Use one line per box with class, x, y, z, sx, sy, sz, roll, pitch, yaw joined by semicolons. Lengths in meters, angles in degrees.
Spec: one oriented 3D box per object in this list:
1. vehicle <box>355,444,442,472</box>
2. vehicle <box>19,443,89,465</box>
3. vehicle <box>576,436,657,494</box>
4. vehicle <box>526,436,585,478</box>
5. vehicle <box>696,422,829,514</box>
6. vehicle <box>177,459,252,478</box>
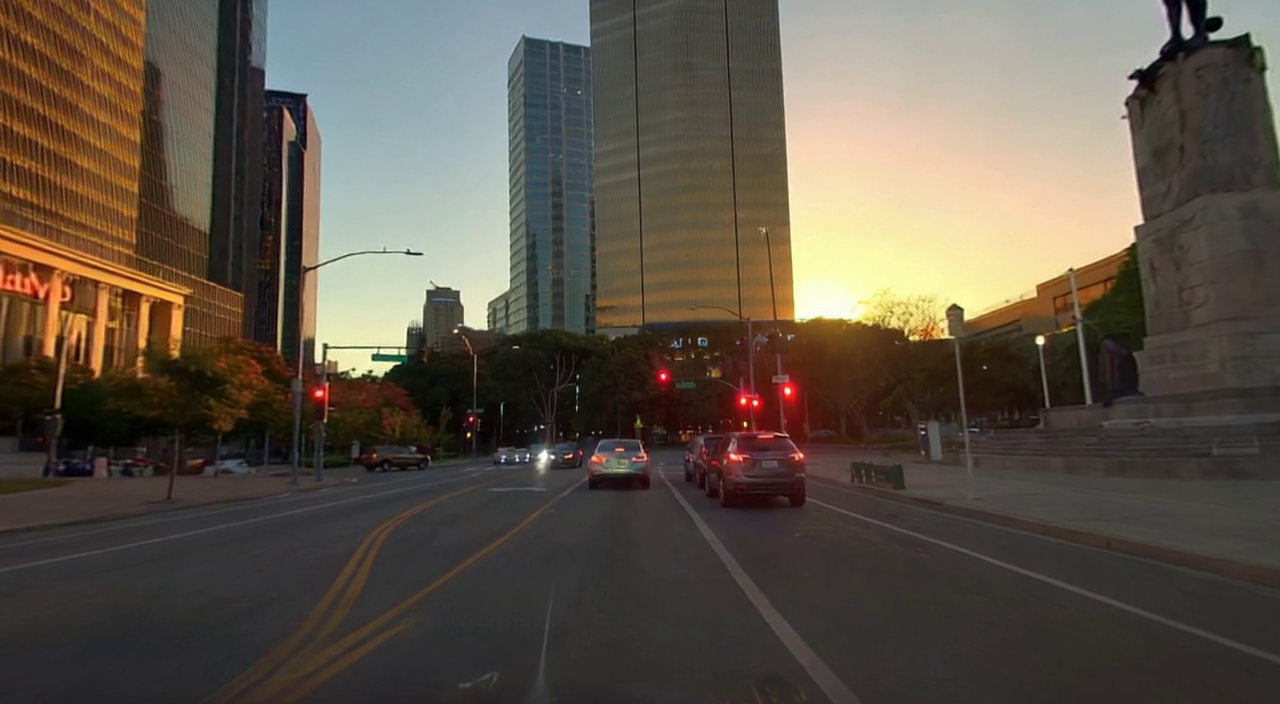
vehicle;-15.935;7.022;41.899;4.855;1.769;2.071;0;-9;-2
vehicle;-44.956;7.832;48.504;3.671;1.498;1.670;2;-10;4
vehicle;-0.610;3.250;18.504;2.096;1.492;4.071;0;-9;0
vehicle;-3.601;4.588;27.809;2.045;1.633;4.864;0;-9;-2
vehicle;2.598;2.608;14.633;2.096;1.775;4.440;0;-9;-1
vehicle;-32.397;8.861;48.135;4.392;1.427;1.764;0;-9;0
